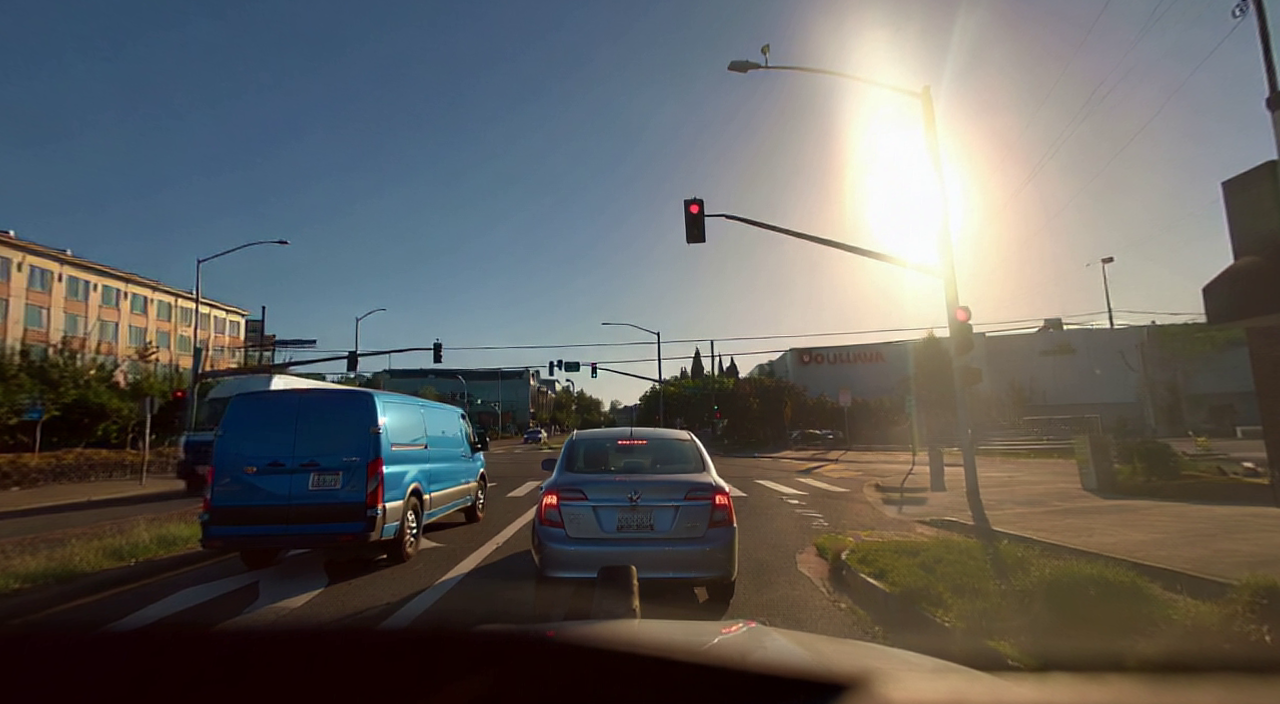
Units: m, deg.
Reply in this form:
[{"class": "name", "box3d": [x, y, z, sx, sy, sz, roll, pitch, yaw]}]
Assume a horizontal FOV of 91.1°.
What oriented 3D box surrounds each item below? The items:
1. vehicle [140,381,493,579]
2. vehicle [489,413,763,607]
[{"class": "vehicle", "box3d": [-3.583, 1.515, 8.409, 2.076, 1.820, 5.100, 0, -8, -1]}, {"class": "vehicle", "box3d": [-0.112, 1.462, 6.780, 2.064, 1.452, 3.942, 0, -8, 0]}]
